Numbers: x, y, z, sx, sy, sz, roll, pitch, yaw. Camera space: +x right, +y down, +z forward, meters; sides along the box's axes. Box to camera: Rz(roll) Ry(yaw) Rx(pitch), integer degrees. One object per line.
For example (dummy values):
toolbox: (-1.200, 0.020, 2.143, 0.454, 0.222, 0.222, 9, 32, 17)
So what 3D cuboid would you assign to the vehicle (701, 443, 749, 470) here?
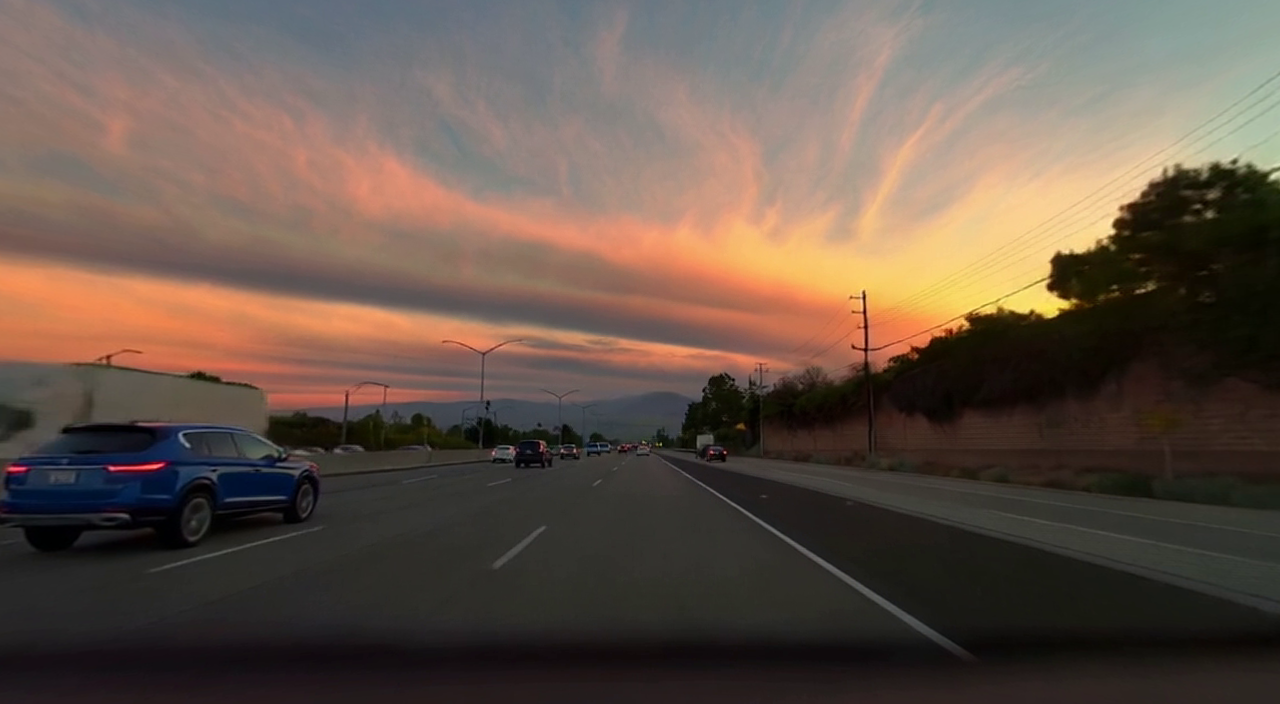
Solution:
vehicle: (5.131, 6.378, 38.639, 2.251, 1.520, 4.550, 1, -9, -1)

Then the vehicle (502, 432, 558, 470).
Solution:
vehicle: (-6.115, 5.595, 35.737, 2.255, 1.934, 4.868, 0, -9, 0)

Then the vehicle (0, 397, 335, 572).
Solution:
vehicle: (-6.360, 1.639, 8.544, 2.058, 1.698, 4.567, 0, -9, 1)
